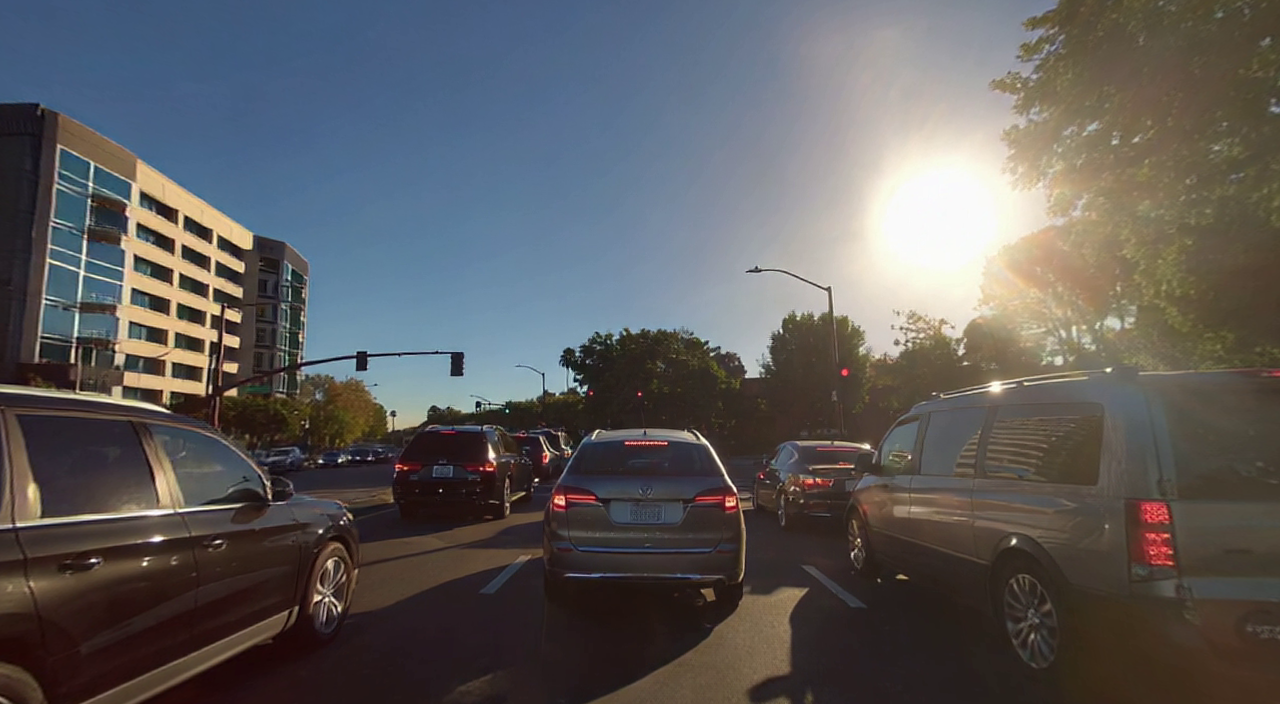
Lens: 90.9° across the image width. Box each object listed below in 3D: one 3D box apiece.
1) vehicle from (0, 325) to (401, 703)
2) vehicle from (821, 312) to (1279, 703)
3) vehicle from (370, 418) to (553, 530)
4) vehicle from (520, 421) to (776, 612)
[{"bbox_3d":[-3.124,0.956,3.309,1.982,1.721,4.261,0,-8,1],"label":"vehicle"},{"bbox_3d":[3.217,1.097,4.728,2.141,1.833,4.704,0,-8,-2],"label":"vehicle"},{"bbox_3d":[-3.181,2.300,12.447,2.117,1.772,4.619,0,-8,2],"label":"vehicle"},{"bbox_3d":[0.025,1.593,7.030,2.021,1.490,3.948,0,-8,-1],"label":"vehicle"}]
